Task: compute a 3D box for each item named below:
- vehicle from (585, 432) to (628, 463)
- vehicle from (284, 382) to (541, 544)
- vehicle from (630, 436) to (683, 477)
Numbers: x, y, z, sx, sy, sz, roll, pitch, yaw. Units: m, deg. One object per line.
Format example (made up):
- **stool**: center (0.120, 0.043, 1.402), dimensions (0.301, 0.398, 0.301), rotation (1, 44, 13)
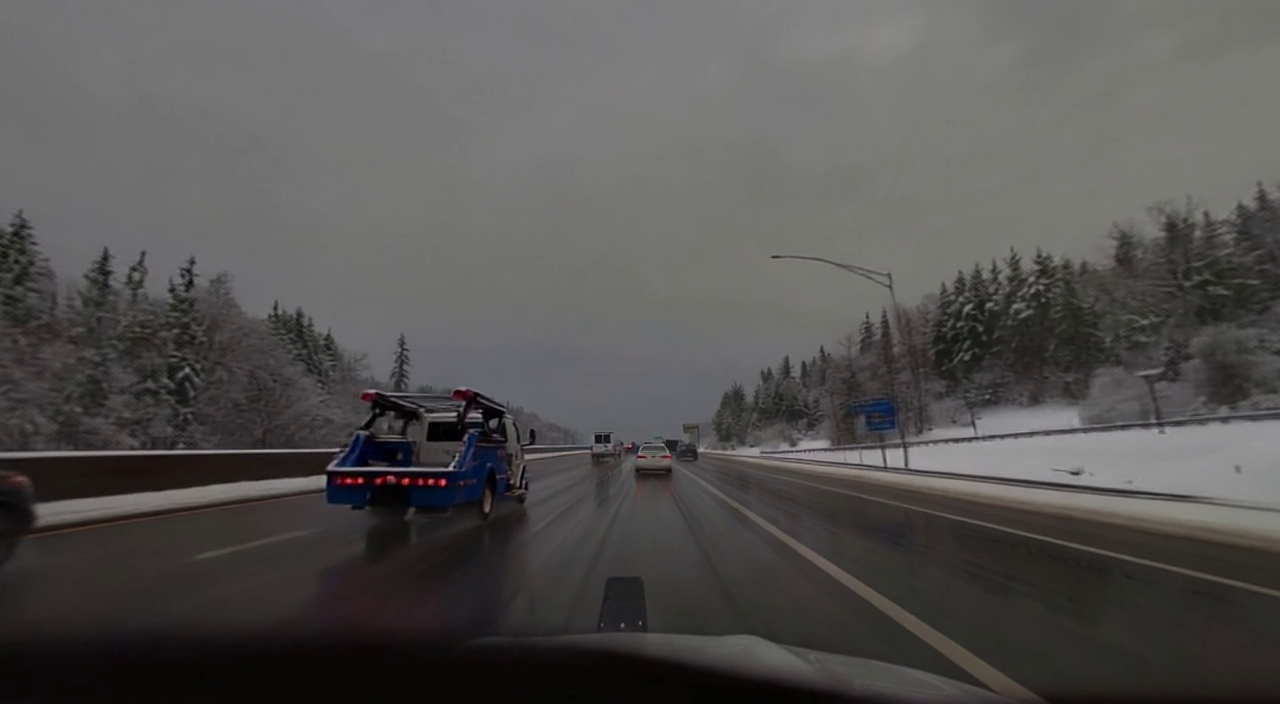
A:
- **vehicle**: center (-2.391, 7.073, 46.547), dimensions (2.526, 2.146, 5.594), rotation (0, -8, 3)
- **vehicle**: center (-3.351, 1.818, 10.870), dimensions (2.292, 2.070, 5.532), rotation (0, -8, 1)
- **vehicle**: center (0.686, 4.561, 27.611), dimensions (2.165, 1.653, 4.456), rotation (0, -8, 1)
